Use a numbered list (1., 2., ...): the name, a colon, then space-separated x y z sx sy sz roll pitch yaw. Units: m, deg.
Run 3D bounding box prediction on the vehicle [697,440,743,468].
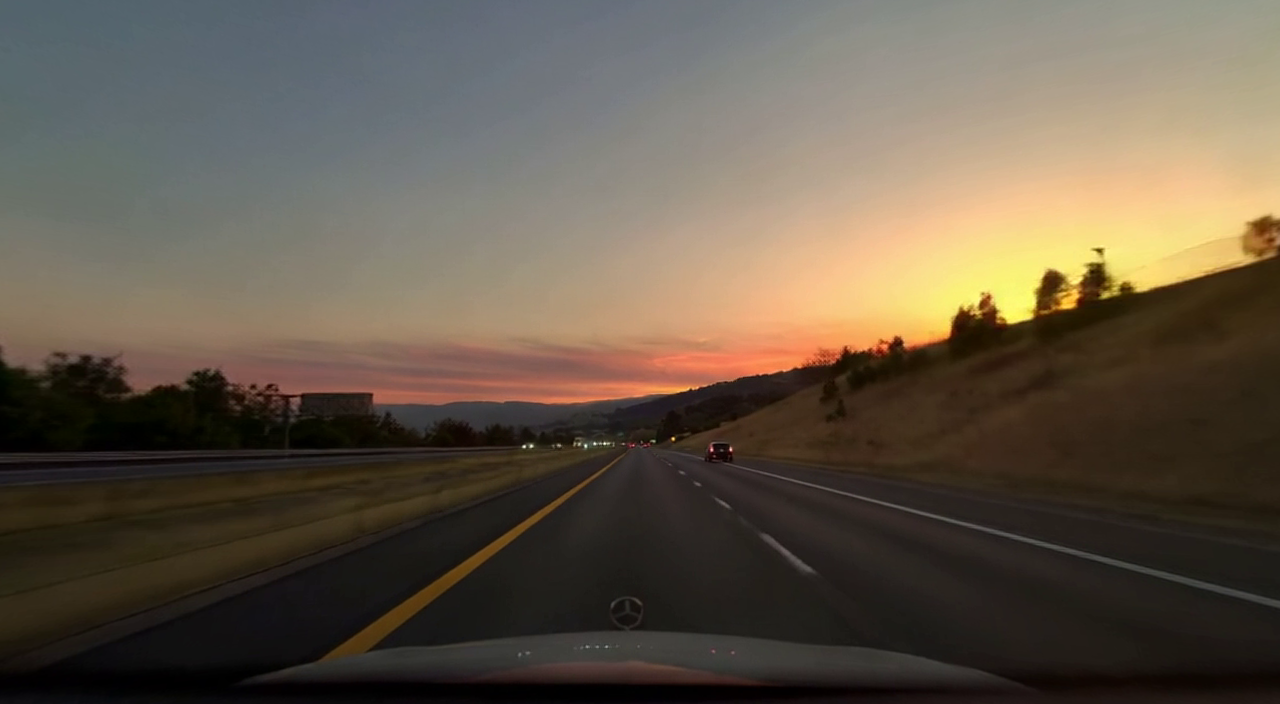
1. vehicle: 4.599 5.937 36.823 2.012 1.476 4.256 0 -9 -2
